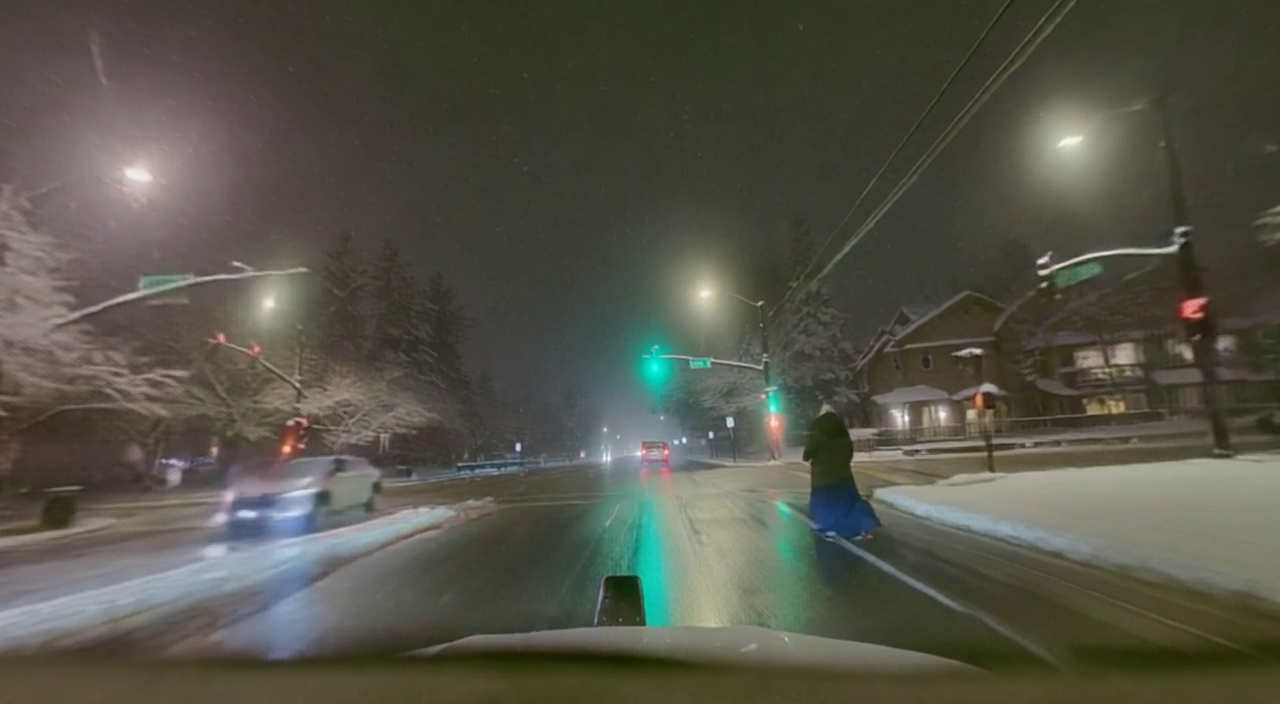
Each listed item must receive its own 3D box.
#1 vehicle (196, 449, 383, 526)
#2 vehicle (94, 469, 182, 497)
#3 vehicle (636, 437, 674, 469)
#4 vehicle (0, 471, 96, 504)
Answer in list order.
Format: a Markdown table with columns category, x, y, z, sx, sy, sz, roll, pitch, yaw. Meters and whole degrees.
| category | x | y | z | sx | sy | sz | roll | pitch | yaw |
| --- | --- | --- | --- | --- | --- | --- | --- | --- | --- |
| vehicle | -8.448 | 3.261 | 15.813 | 2.036 | 1.593 | 4.367 | -1 | -8 | 2 |
| vehicle | -31.740 | 8.292 | 40.106 | 1.816 | 1.475 | 4.497 | 0 | -8 | 1 |
| vehicle | 0.967 | 6.186 | 38.775 | 2.215 | 1.799 | 4.426 | -1 | -8 | 2 |
| vehicle | -38.384 | 8.686 | 40.807 | 1.881 | 1.743 | 4.662 | -1 | -8 | 8 |
